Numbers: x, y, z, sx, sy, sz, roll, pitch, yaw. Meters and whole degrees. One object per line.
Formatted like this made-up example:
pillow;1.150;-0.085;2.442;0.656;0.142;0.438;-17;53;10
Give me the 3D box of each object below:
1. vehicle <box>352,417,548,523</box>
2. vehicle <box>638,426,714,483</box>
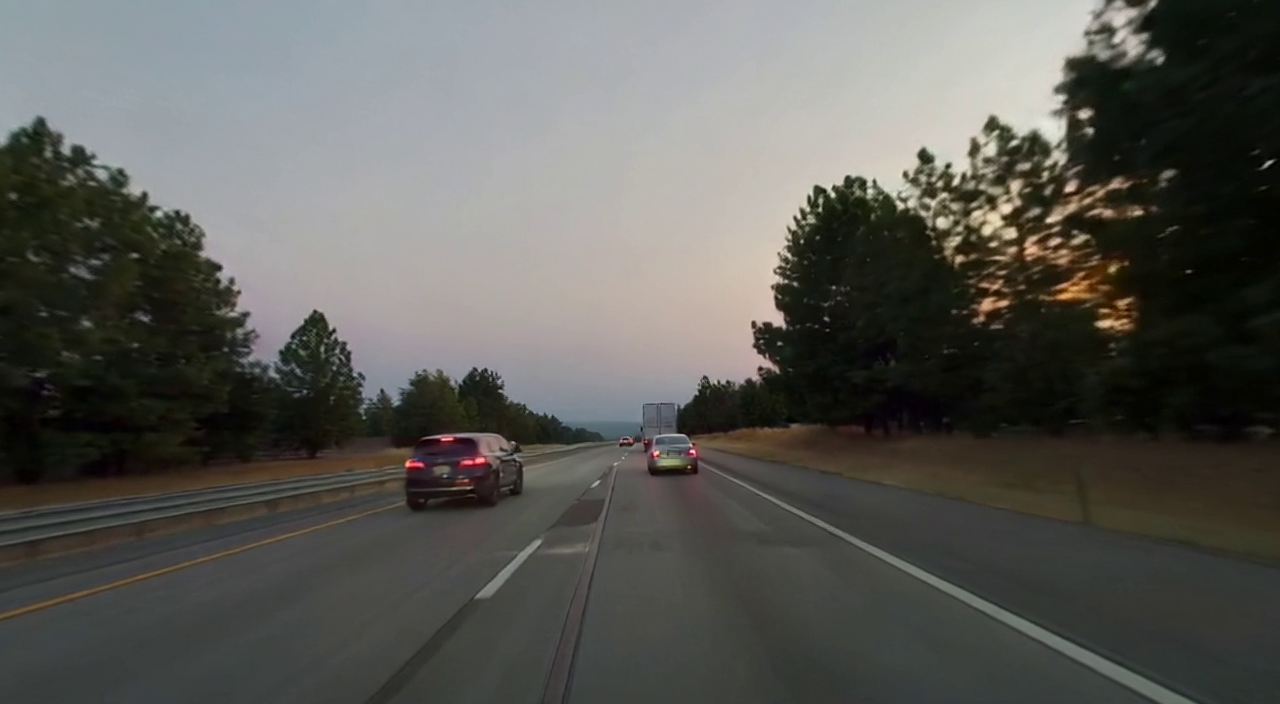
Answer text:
vehicle;-3.310;2.156;12.236;2.192;1.623;4.887;0;-8;1
vehicle;0.988;3.117;19.484;2.072;1.534;4.300;0;-8;0
